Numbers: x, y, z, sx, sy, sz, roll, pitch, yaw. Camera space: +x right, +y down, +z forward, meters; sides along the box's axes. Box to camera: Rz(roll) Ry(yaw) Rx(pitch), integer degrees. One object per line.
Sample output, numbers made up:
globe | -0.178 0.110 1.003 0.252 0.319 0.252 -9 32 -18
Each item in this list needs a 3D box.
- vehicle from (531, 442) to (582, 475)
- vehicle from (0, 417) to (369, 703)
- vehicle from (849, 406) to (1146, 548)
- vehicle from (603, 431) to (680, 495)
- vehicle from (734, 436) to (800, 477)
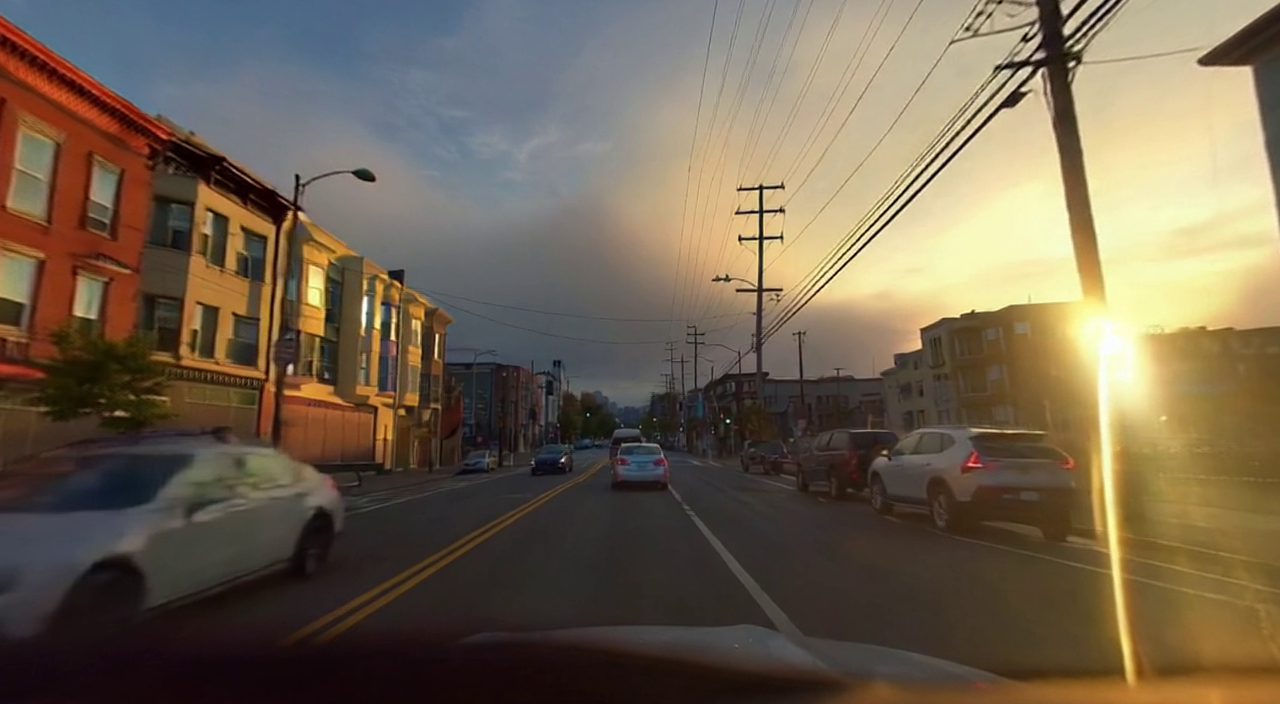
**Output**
vehicle | -4.088 5.257 31.502 1.968 1.524 4.304 0 -9 0
vehicle | -4.175 1.398 5.188 1.944 1.515 4.428 0 -9 0
vehicle | 6.227 2.270 12.282 2.203 2.052 5.975 0 -9 -1
vehicle | 0.045 3.147 18.230 1.980 1.635 3.795 0 -9 0
vehicle | 6.337 5.294 32.257 2.197 1.917 5.637 0 -9 0
